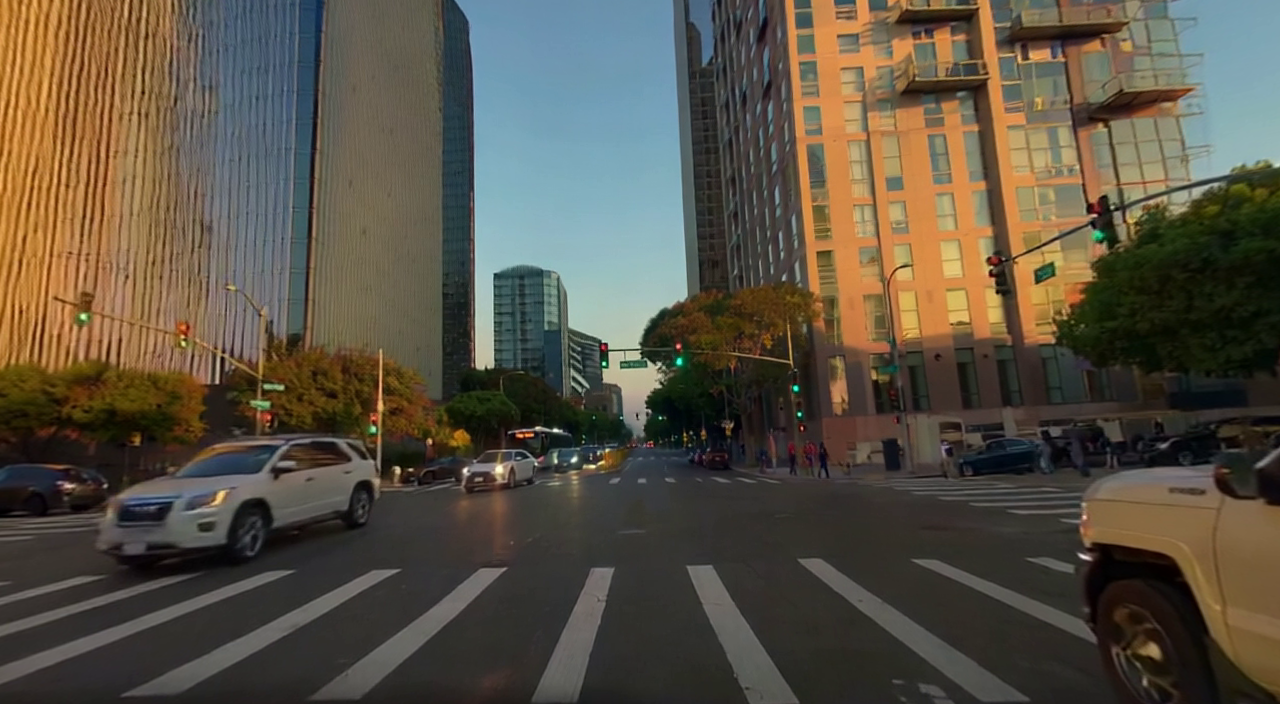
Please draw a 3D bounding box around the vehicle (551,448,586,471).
[{"bbox_3d":[-5.365,8.104,47.750,1.997,1.610,4.144,0,-8,2],"label":"vehicle"}]

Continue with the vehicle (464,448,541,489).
[{"bbox_3d":[-5.469,4.699,25.784,1.956,1.457,4.958,0,-8,1],"label":"vehicle"}]

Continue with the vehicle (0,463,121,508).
[{"bbox_3d":[-27.166,6.053,28.729,5.101,1.851,2.118,0,-8,2],"label":"vehicle"}]

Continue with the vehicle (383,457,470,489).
[{"bbox_3d":[-11.226,6.371,33.534,2.051,1.468,4.635,-2,-9,15],"label":"vehicle"}]

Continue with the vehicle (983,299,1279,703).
[{"bbox_3d":[3.263,0.627,1.343,2.118,1.848,5.426,0,-8,2],"label":"vehicle"}]

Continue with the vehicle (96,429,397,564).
[{"bbox_3d":[-5.977,2.198,10.458,1.990,1.710,4.507,0,-8,1],"label":"vehicle"}]
